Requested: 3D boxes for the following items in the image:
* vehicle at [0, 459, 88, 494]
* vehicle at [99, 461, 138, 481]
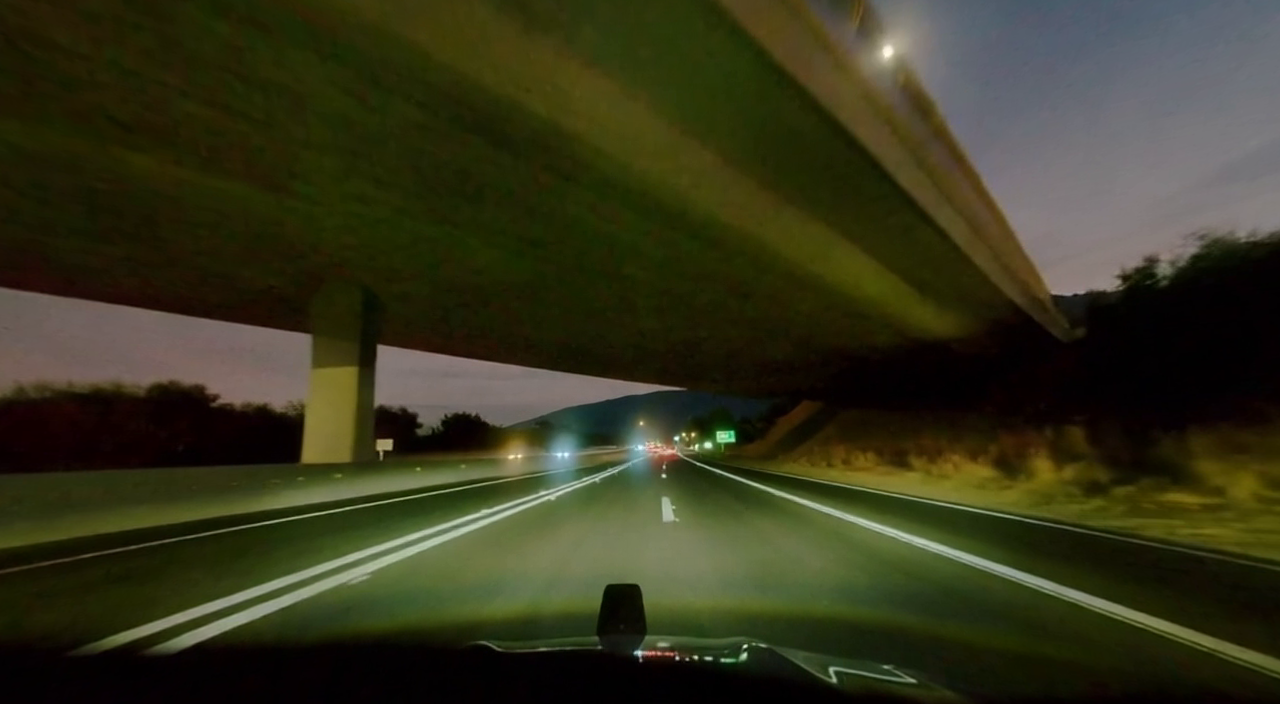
[{"bbox_3d":[-30.525,6.319,32.235,1.914,1.593,4.363,3,-9,-21],"label":"vehicle"},{"bbox_3d":[-41.281,9.395,49.859,3.941,1.464,1.815,-9,-12,43],"label":"vehicle"}]
